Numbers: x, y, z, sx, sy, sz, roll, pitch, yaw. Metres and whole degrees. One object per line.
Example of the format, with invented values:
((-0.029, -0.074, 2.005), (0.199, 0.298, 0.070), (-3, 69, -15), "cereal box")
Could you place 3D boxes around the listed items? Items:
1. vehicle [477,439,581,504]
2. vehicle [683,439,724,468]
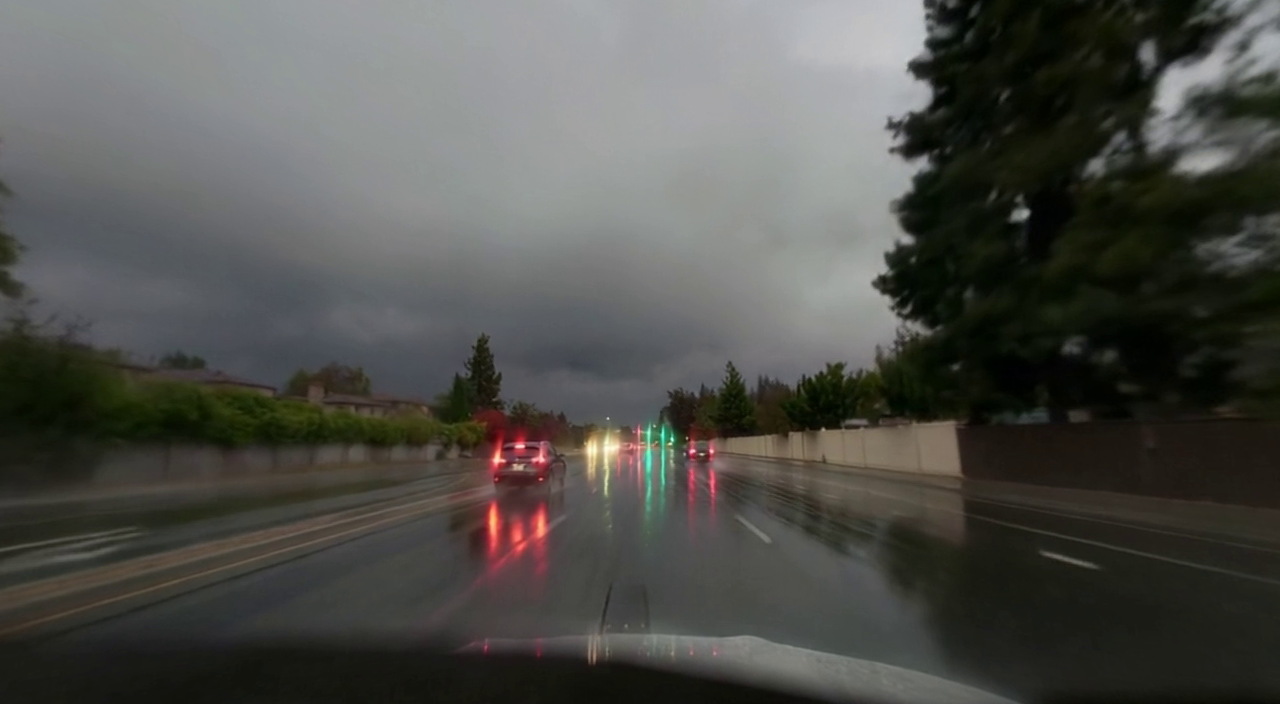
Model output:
((-2.853, 3.171, 17.266), (1.966, 1.524, 4.410), (0, -8, 1), "vehicle")
((4.038, 6.528, 40.719), (2.114, 1.780, 4.445), (0, -8, -1), "vehicle")
